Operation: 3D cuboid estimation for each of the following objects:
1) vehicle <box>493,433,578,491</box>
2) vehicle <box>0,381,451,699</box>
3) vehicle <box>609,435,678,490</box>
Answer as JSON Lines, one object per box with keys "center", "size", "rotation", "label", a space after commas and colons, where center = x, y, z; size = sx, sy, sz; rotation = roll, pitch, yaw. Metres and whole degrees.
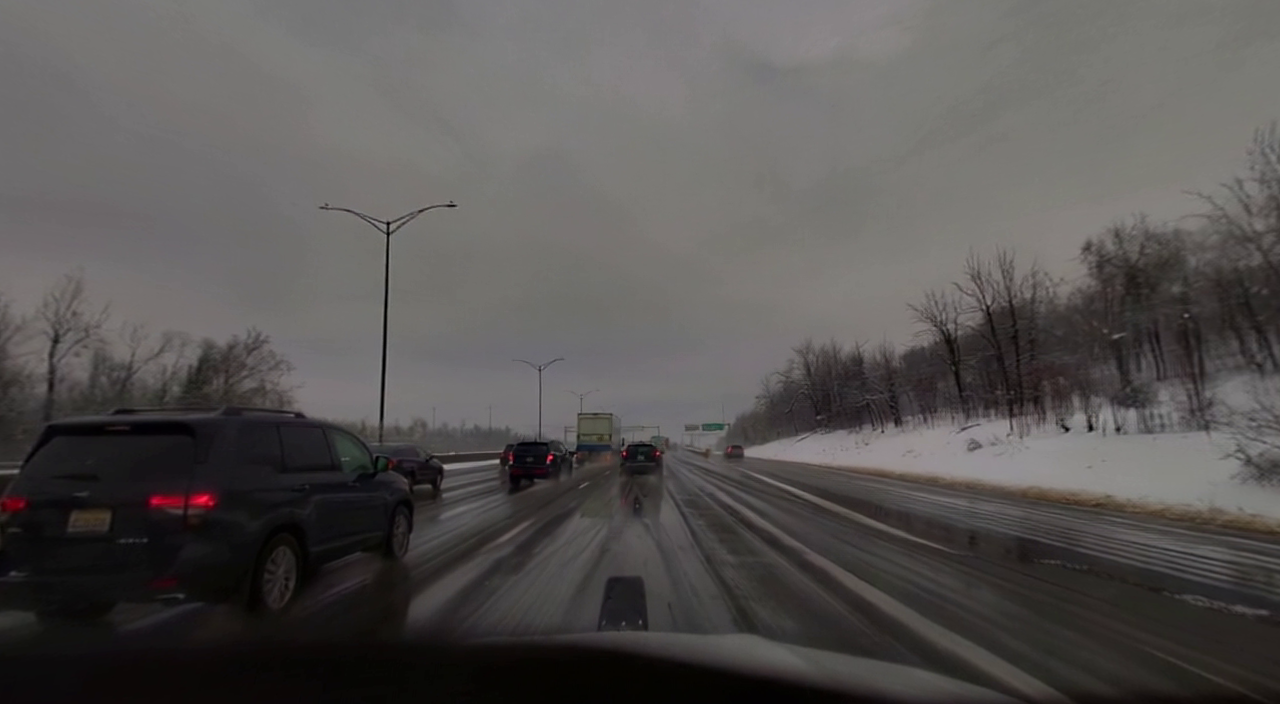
{"center": [-3.515, 3.798, 22.157], "size": [2.125, 1.792, 4.466], "rotation": [0, -8, 1], "label": "vehicle"}
{"center": [-3.497, 1.333, 5.641], "size": [2.209, 1.711, 4.296], "rotation": [0, -8, 1], "label": "vehicle"}
{"center": [0.138, 3.774, 21.917], "size": [2.180, 1.716, 3.920], "rotation": [0, -8, 1], "label": "vehicle"}
